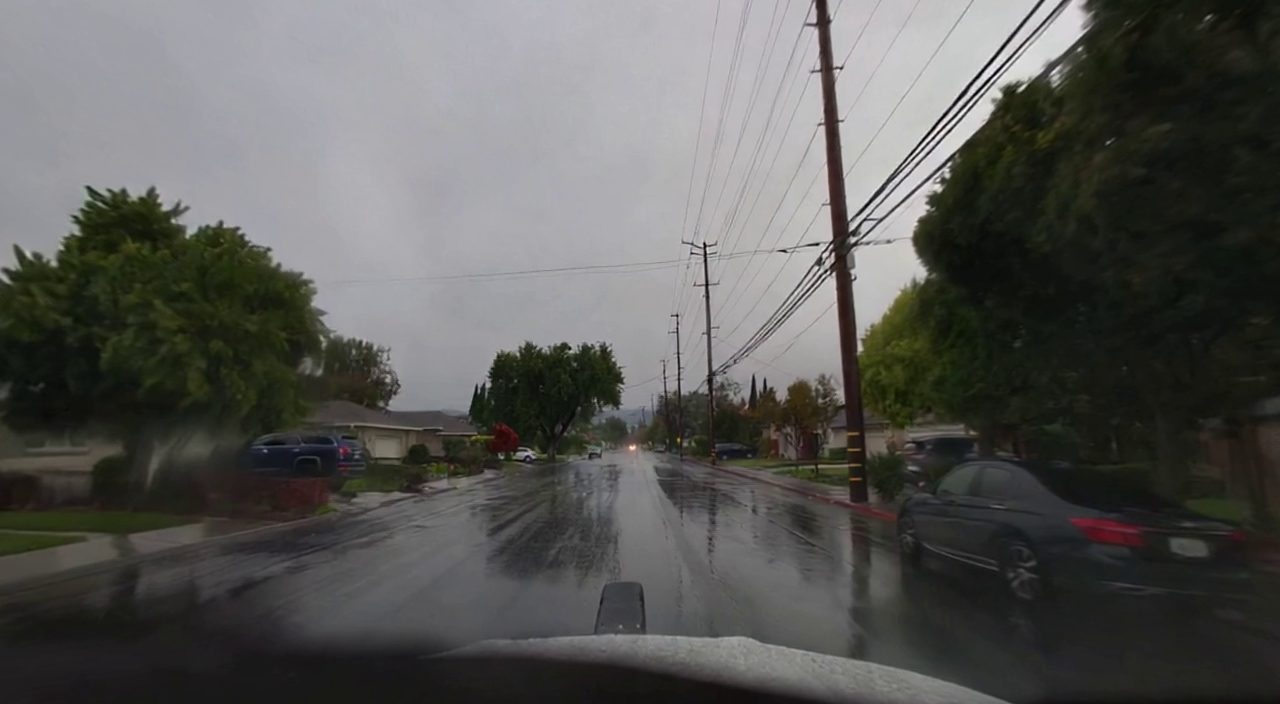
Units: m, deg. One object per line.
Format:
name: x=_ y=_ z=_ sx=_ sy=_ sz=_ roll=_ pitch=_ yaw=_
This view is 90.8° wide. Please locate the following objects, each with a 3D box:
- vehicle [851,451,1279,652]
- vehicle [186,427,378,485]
vehicle: x=4.215 y=1.827 z=6.943 sx=2.055 sy=1.402 sz=4.559 roll=1 pitch=-9 yaw=-2
vehicle: x=-12.334 y=3.624 z=22.142 sx=5.186 sy=1.842 sz=2.465 roll=0 pitch=-9 yaw=-1
